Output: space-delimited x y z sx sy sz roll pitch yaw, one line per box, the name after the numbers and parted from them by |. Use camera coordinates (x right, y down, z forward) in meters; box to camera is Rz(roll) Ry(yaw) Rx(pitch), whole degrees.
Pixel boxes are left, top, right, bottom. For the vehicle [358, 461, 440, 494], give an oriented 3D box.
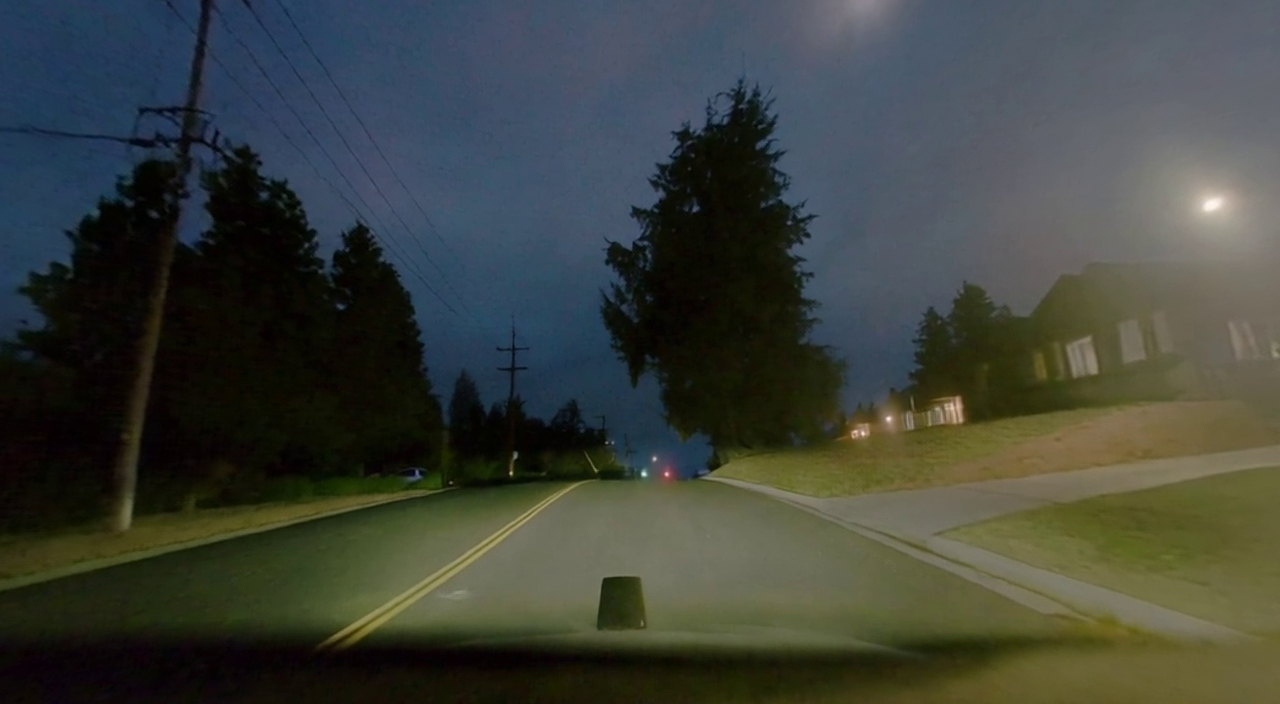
-16.627 8.718 43.992 2.301 2.081 6.706 -3 -11 8 | vehicle
